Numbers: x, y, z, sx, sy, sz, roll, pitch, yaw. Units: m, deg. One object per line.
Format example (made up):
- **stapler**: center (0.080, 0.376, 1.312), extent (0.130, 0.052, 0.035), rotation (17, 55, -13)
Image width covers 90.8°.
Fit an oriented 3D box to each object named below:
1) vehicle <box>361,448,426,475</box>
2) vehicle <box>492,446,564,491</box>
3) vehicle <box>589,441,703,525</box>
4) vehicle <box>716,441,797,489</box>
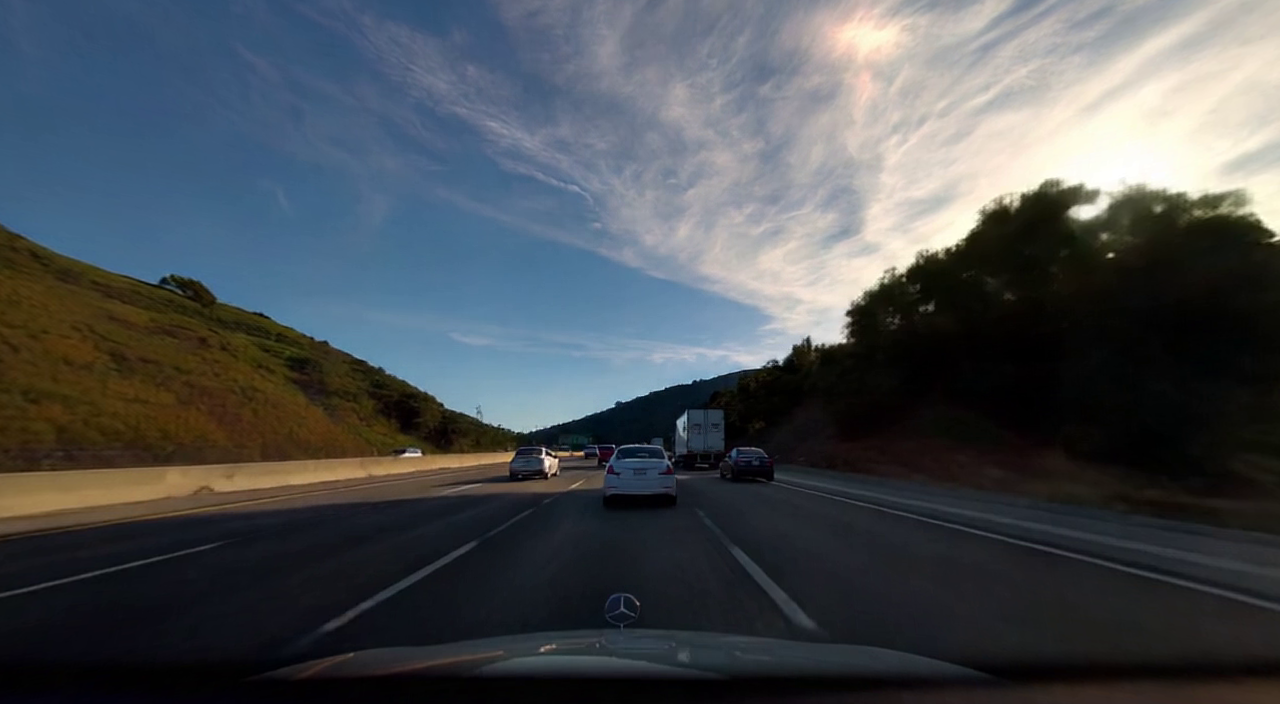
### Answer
- **vehicle**: center (-15.157, 6.739, 39.042), extent (1.959, 1.574, 4.844), rotation (0, -9, 1)
- **vehicle**: center (-4.013, 4.225, 23.200), extent (1.848, 1.486, 3.832), rotation (-1, -9, 2)
- **vehicle**: center (0.106, 2.641, 13.198), extent (2.041, 1.484, 3.535), rotation (0, -9, 0)
- **vehicle**: center (4.117, 4.082, 23.052), extent (2.029, 1.579, 4.484), rotation (0, -9, -1)
